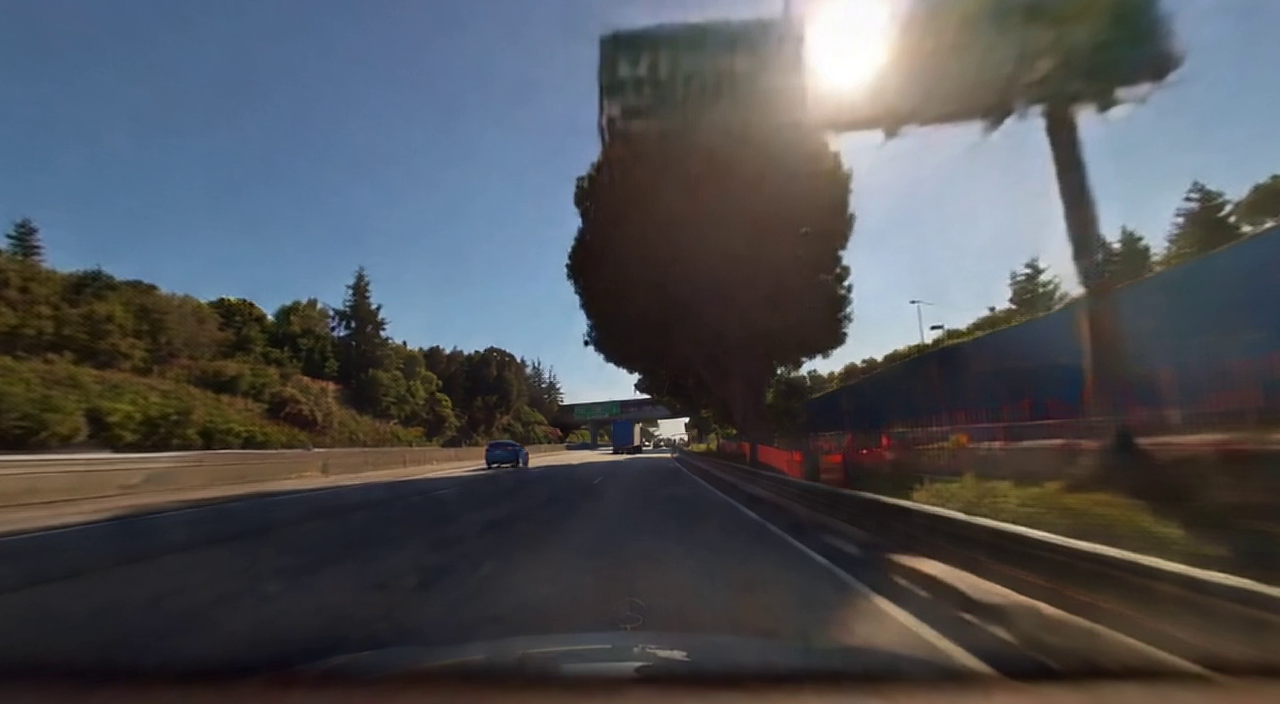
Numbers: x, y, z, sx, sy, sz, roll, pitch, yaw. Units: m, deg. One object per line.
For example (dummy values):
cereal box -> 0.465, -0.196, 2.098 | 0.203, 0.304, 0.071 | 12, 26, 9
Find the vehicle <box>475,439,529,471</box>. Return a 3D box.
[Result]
vehicle -> -7.284, 5.476, 33.615 | 1.893, 1.566, 4.051 | 0, -9, 1

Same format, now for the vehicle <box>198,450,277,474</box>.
vehicle -> -26.436, 7.222, 41.603 | 2.159, 1.461, 4.562 | 0, -9, 1

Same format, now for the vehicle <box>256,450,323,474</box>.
vehicle -> -22.143, 6.953, 40.006 | 1.679, 1.439, 4.300 | 0, -9, 1
